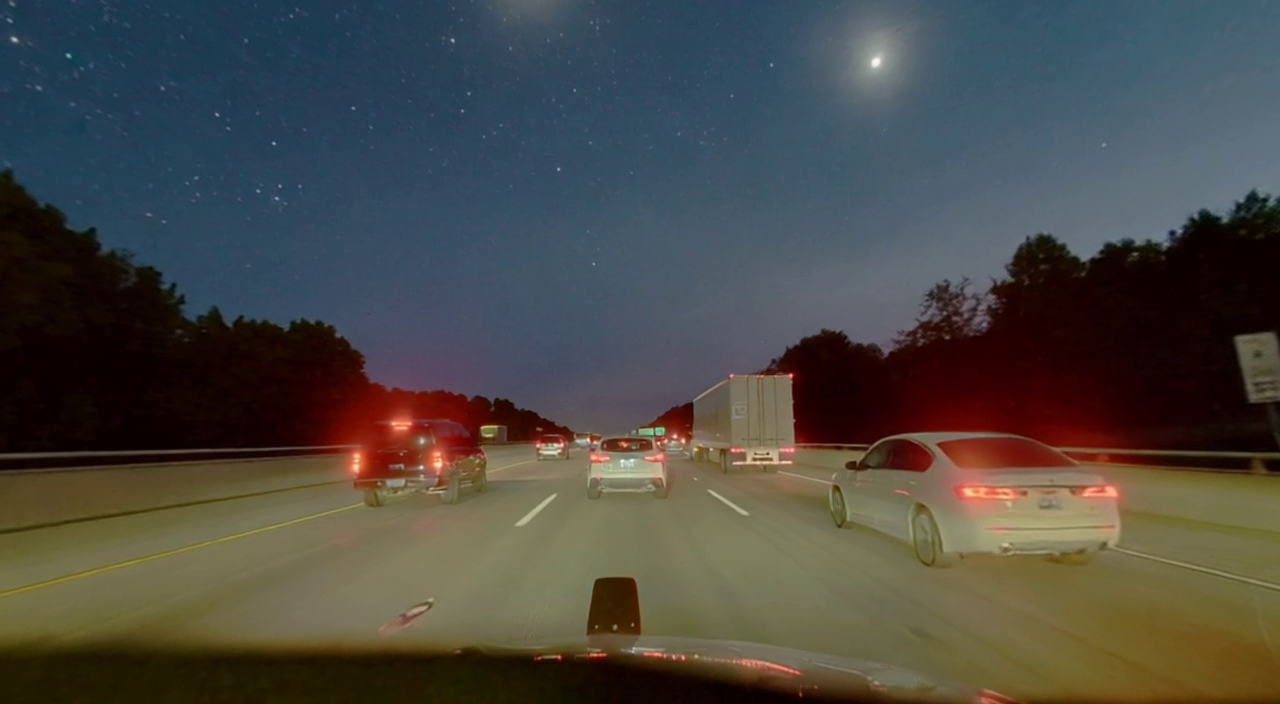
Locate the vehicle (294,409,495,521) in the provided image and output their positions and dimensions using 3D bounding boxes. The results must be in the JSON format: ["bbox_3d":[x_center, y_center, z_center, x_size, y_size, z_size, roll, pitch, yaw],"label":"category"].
[{"bbox_3d":[-4.488,2.135,12.523,2.101,1.767,4.702,0,-8,0],"label":"vehicle"}]

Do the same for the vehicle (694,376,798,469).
[{"bbox_3d":[5.295,4.074,35.016,2.888,4.135,14.071,0,-8,-2],"label":"vehicle"}]

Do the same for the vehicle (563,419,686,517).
[{"bbox_3d":[-0.307,2.236,12.655,2.083,1.647,3.799,0,-8,-1],"label":"vehicle"}]

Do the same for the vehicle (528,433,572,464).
[{"bbox_3d":[-5.112,5.506,36.243,1.971,1.648,3.983,0,-8,-1],"label":"vehicle"}]

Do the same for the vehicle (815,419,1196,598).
[{"bbox_3d":[3.617,1.574,7.291,1.951,1.477,3.963,0,-8,-1],"label":"vehicle"}]
